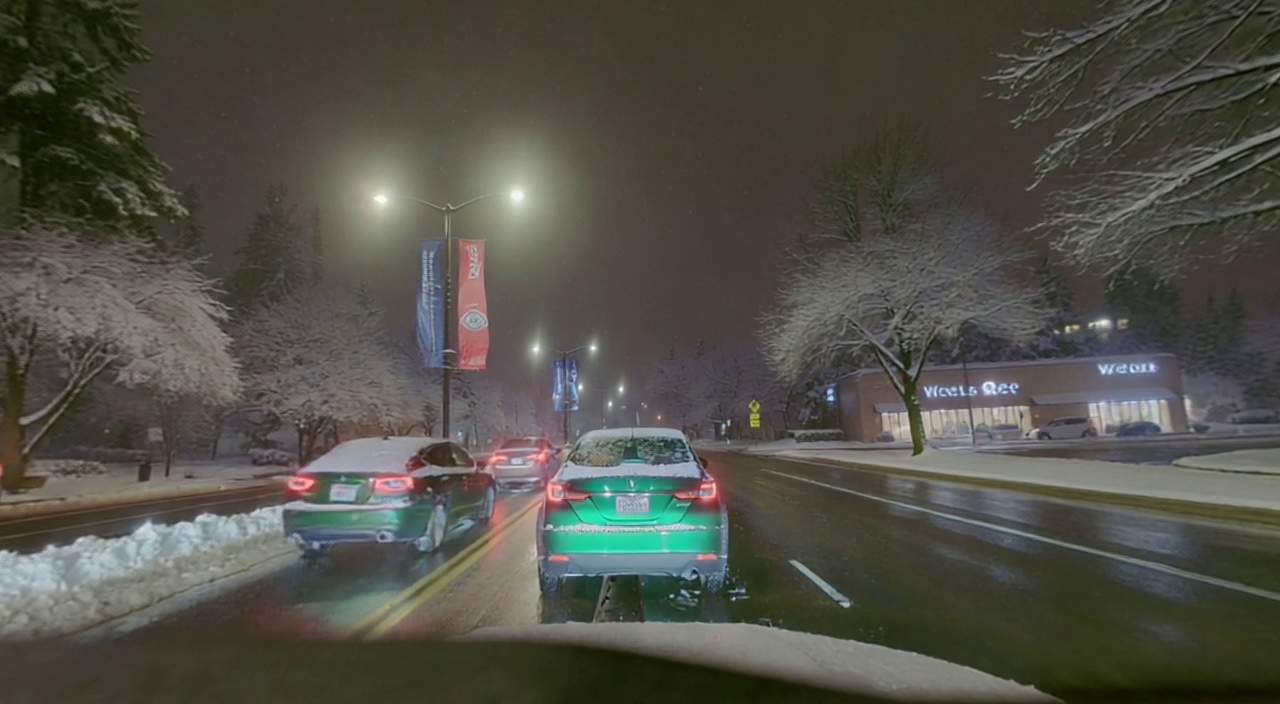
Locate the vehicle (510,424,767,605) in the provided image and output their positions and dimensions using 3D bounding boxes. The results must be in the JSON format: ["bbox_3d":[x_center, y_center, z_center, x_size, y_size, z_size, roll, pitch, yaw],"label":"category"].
[{"bbox_3d":[-0.072,1.639,7.297,2.126,1.475,3.967,0,-8,-2],"label":"vehicle"}]

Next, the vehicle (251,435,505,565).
[{"bbox_3d":[-3.412,1.987,9.335,1.952,1.431,4.383,0,-8,-1],"label":"vehicle"}]
